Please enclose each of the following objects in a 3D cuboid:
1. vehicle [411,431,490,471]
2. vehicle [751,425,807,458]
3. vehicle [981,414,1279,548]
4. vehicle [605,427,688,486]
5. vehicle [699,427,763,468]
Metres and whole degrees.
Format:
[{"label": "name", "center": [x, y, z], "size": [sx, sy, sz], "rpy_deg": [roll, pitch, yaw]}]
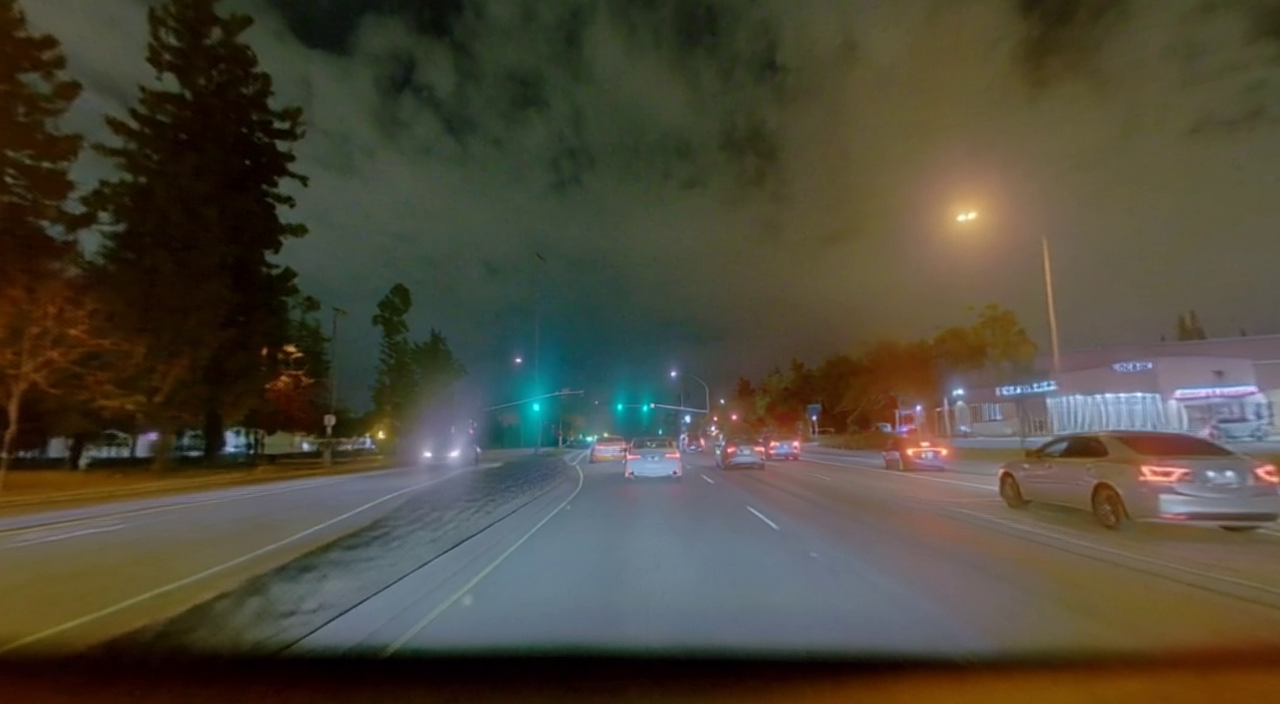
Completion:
[{"label": "vehicle", "center": [-8.335, 4.391, 28.172], "size": [2.044, 1.610, 4.463], "rpy_deg": [-1, -8, 2]}, {"label": "vehicle", "center": [7.615, 4.971, 34.934], "size": [2.044, 1.701, 4.397], "rpy_deg": [0, -8, 0]}, {"label": "vehicle", "center": [7.283, 1.781, 9.451], "size": [1.892, 1.515, 4.400], "rpy_deg": [0, -8, 1]}, {"label": "vehicle", "center": [0.211, 2.932, 17.982], "size": [2.096, 1.473, 3.893], "rpy_deg": [-1, -8, 1]}, {"label": "vehicle", "center": [3.689, 3.954, 26.275], "size": [1.988, 1.528, 4.144], "rpy_deg": [0, -8, -1]}]
